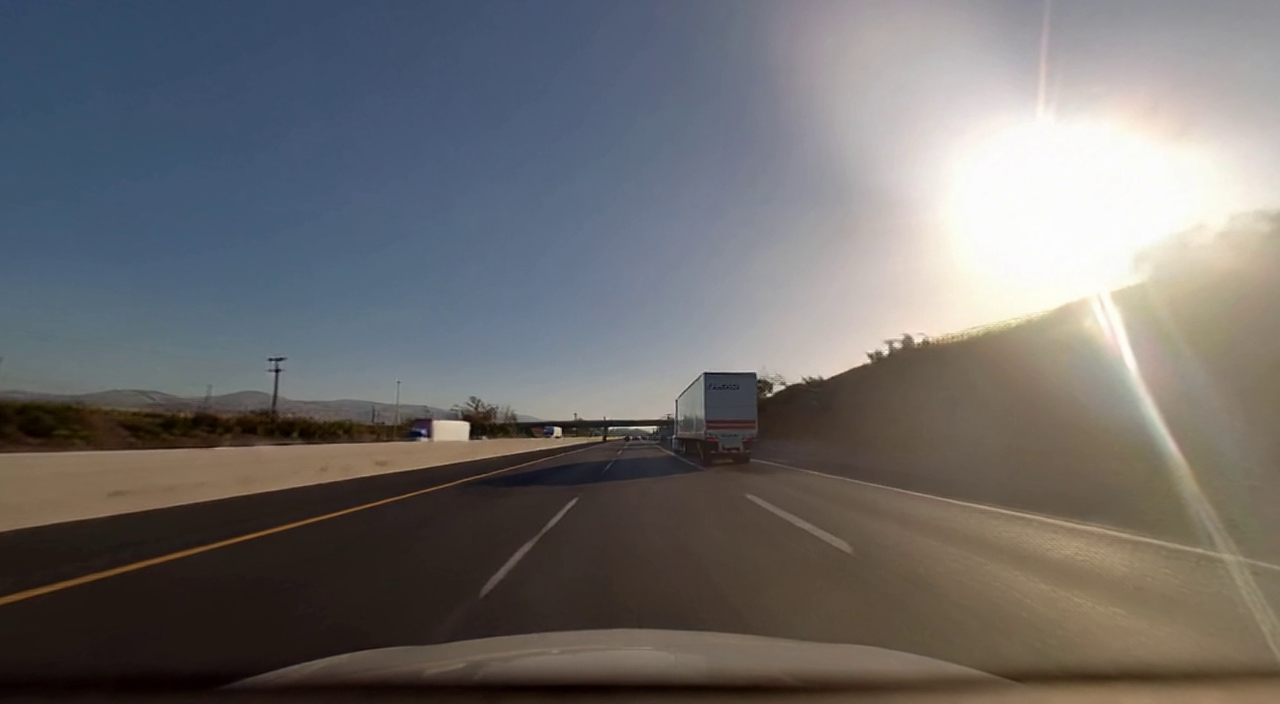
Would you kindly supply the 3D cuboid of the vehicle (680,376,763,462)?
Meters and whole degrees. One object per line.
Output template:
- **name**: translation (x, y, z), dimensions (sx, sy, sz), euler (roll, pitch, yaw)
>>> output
- **vehicle**: translation (4.251, 4.092, 36.491), dimensions (2.920, 4.029, 13.900), euler (0, -8, 0)

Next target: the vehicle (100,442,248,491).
- **vehicle**: translation (-15.757, 3.846, 21.588), dimensions (1.823, 1.465, 4.245), euler (0, -8, 0)
